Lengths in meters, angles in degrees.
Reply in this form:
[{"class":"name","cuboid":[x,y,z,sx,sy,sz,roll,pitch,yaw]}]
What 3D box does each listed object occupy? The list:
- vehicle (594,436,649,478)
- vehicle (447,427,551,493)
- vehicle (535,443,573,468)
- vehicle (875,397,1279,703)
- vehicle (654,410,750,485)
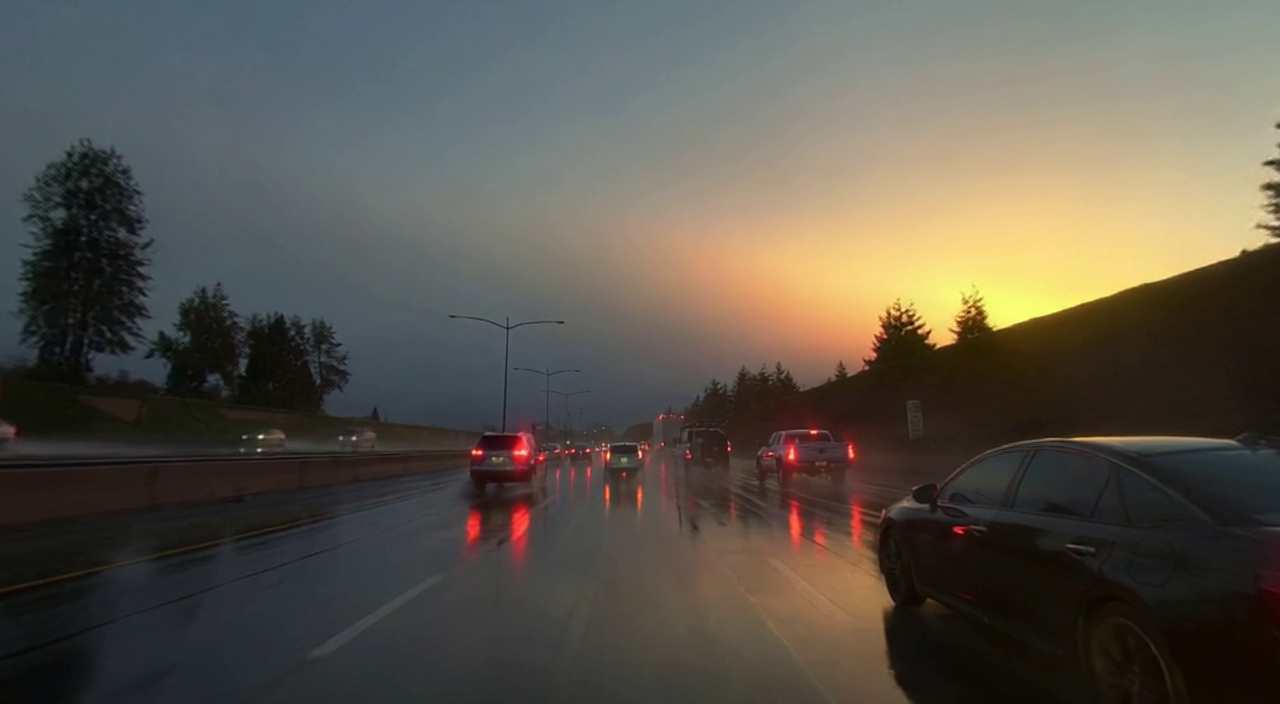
[{"class":"vehicle","cuboid":[-0.793,4.597,27.860,2.235,1.682,4.094,0,-9,-1]},{"class":"vehicle","cuboid":[-4.176,3.298,19.550,2.176,1.783,4.799,0,-9,-1]},{"class":"vehicle","cuboid":[-5.306,6.420,39.287,1.907,1.484,3.954,1,-9,-1]},{"class":"vehicle","cuboid":[3.092,1.100,3.286,2.031,1.504,4.327,0,-9,0]},{"class":"vehicle","cuboid":[2.870,5.129,34.124,3.426,3.279,12.313,1,-8,-3]}]
